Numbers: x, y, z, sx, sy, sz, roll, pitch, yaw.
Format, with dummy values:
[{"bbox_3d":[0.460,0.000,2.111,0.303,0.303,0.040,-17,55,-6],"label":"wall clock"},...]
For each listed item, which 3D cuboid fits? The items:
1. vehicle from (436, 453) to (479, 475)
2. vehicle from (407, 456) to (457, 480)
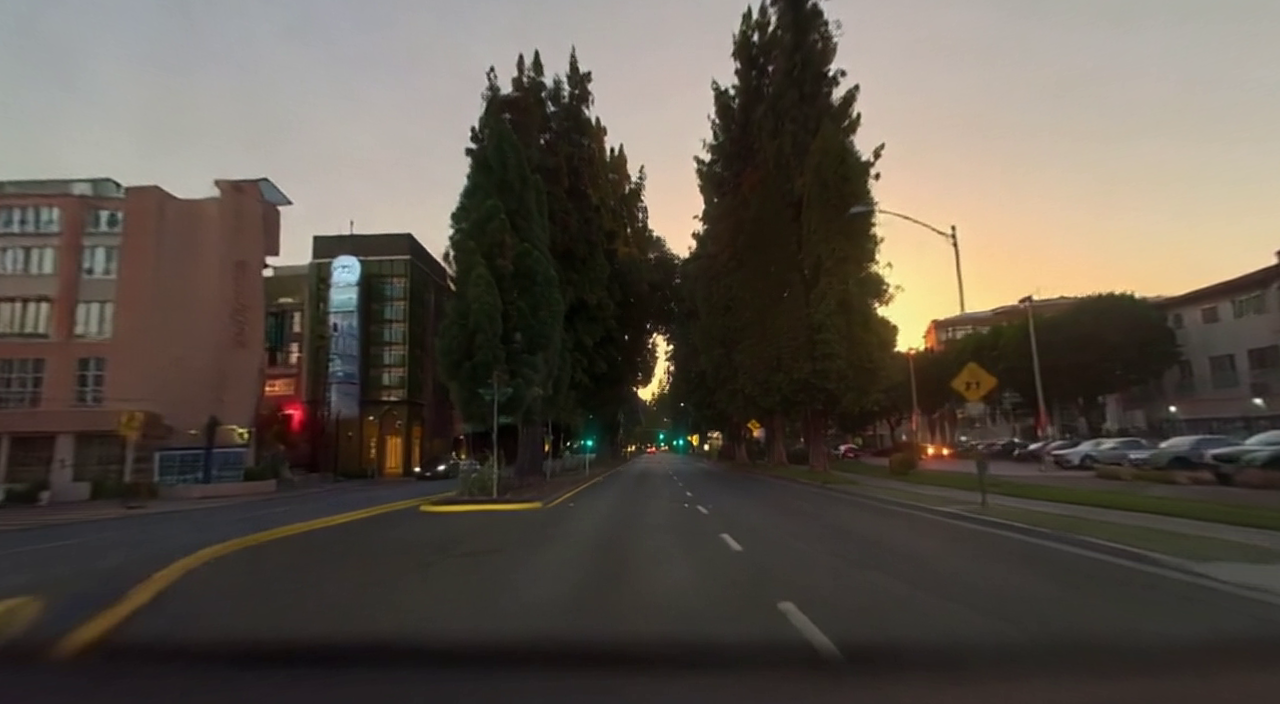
[{"bbox_3d":[-13.839,8.496,47.998,1.816,1.567,3.957,-1,-9,3],"label":"vehicle"},{"bbox_3d":[-13.926,7.756,42.436,1.835,1.434,4.325,0,-9,0],"label":"vehicle"}]
